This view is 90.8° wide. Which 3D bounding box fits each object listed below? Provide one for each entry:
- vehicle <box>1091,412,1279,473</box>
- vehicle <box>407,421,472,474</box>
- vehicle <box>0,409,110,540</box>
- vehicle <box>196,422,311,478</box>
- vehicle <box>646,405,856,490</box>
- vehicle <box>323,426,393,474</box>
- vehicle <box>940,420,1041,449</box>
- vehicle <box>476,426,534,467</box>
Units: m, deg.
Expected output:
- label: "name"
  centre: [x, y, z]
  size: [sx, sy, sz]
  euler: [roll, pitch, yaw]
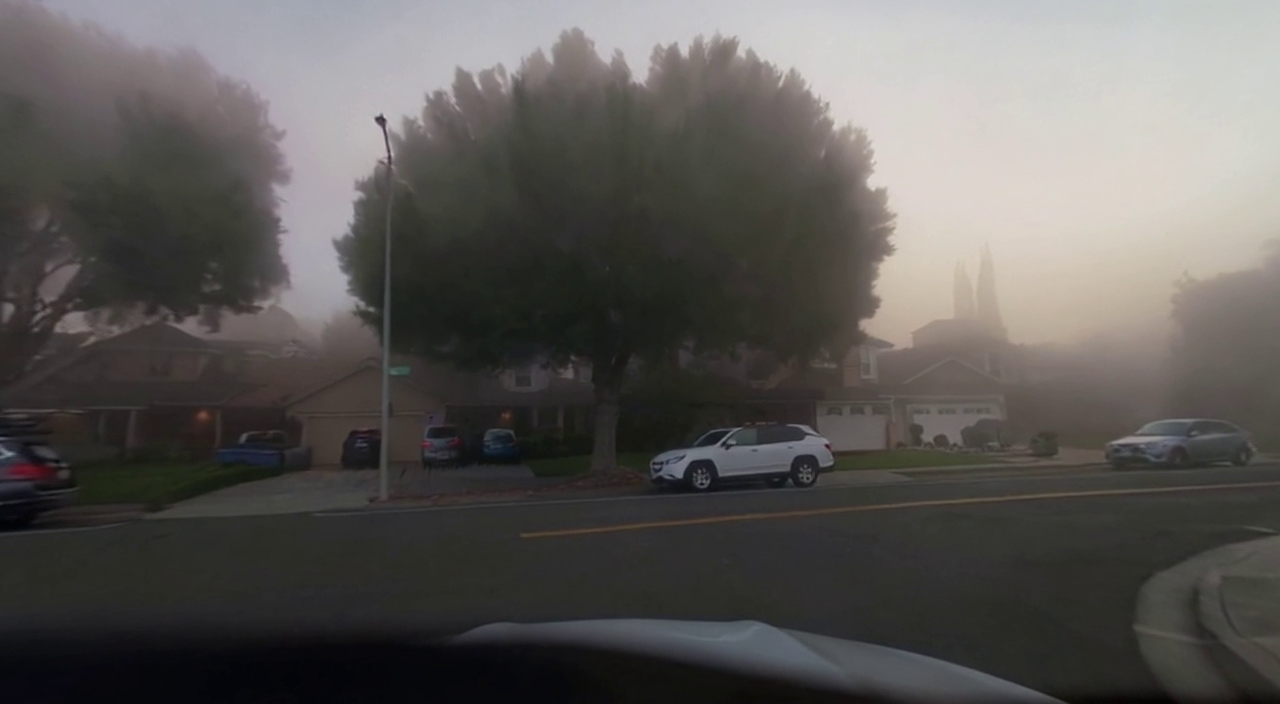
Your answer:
- label: "vehicle"
  centre: [18.159, 3.015, 21.096]
  size: [5.179, 1.847, 2.219]
  euler: [2, -11, -19]
- label: "vehicle"
  centre: [-8.490, 4.049, 26.840]
  size: [2.278, 1.969, 5.533]
  euler: [3, -9, -17]
- label: "vehicle"
  centre: [-13.703, 2.210, 11.626]
  size: [5.419, 2.292, 2.272]
  euler: [3, -8, -18]
- label: "vehicle"
  centre: [-15.748, 3.976, 25.598]
  size: [5.475, 2.043, 2.307]
  euler: [-8, -12, 41]
- label: "vehicle"
  centre: [2.808, 2.522, 16.460]
  size: [4.919, 1.969, 2.104]
  euler: [3, -10, -14]
- label: "vehicle"
  centre: [-12.391, 4.356, 28.113]
  size: [2.391, 1.894, 5.075]
  euler: [3, -10, -19]
- label: "vehicle"
  centre: [20.028, 4.818, 36.321]
  size: [1.967, 1.523, 4.619]
  euler: [6, -11, -32]
- label: "vehicle"
  centre: [-6.221, 4.330, 28.778]
  size: [2.005, 1.699, 4.234]
  euler: [3, -10, -19]
